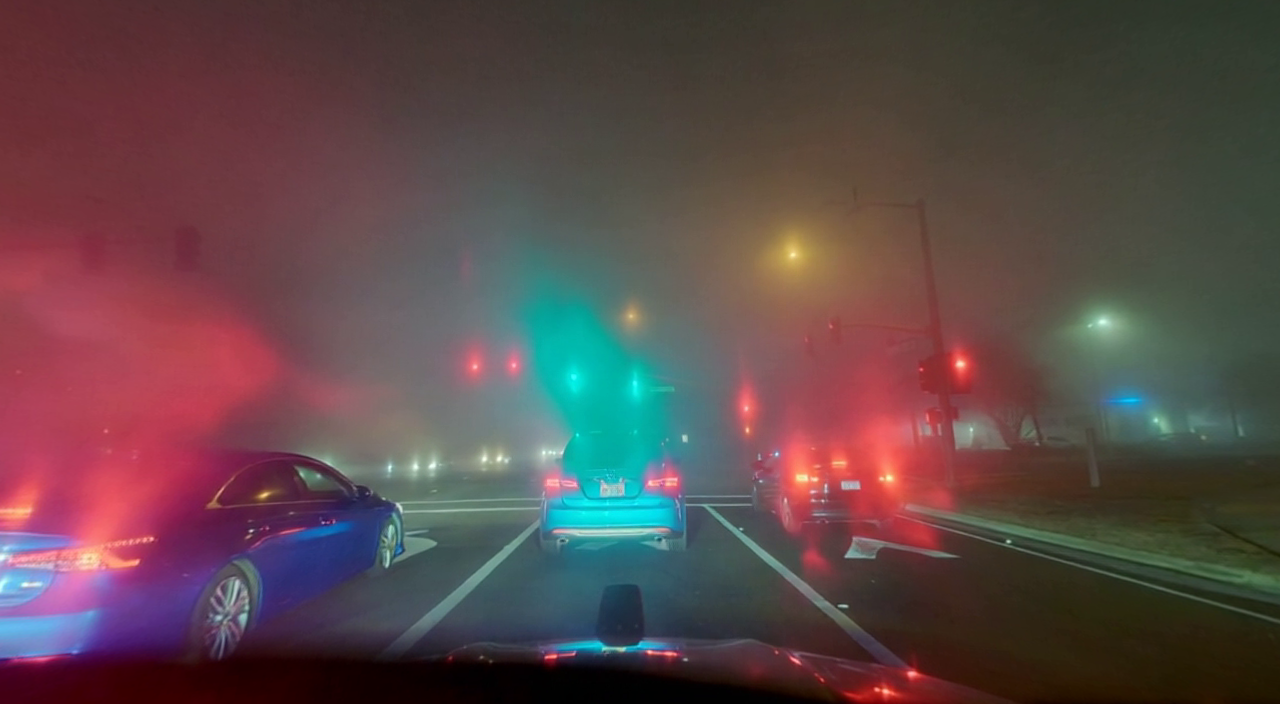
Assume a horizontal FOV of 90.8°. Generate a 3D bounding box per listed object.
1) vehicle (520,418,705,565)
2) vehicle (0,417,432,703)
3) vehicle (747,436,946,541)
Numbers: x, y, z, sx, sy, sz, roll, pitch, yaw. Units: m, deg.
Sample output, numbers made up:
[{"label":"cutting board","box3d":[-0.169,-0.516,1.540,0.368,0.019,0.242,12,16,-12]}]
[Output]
[{"label":"vehicle","box3d":[-0.339,1.829,8.967,2.038,1.599,3.844,0,-8,-1]},{"label":"vehicle","box3d":[-3.573,1.398,5.419,2.052,1.472,4.479,0,-8,0]},{"label":"vehicle","box3d":[3.291,2.258,11.170,1.970,1.449,4.433,0,-8,-1]}]
